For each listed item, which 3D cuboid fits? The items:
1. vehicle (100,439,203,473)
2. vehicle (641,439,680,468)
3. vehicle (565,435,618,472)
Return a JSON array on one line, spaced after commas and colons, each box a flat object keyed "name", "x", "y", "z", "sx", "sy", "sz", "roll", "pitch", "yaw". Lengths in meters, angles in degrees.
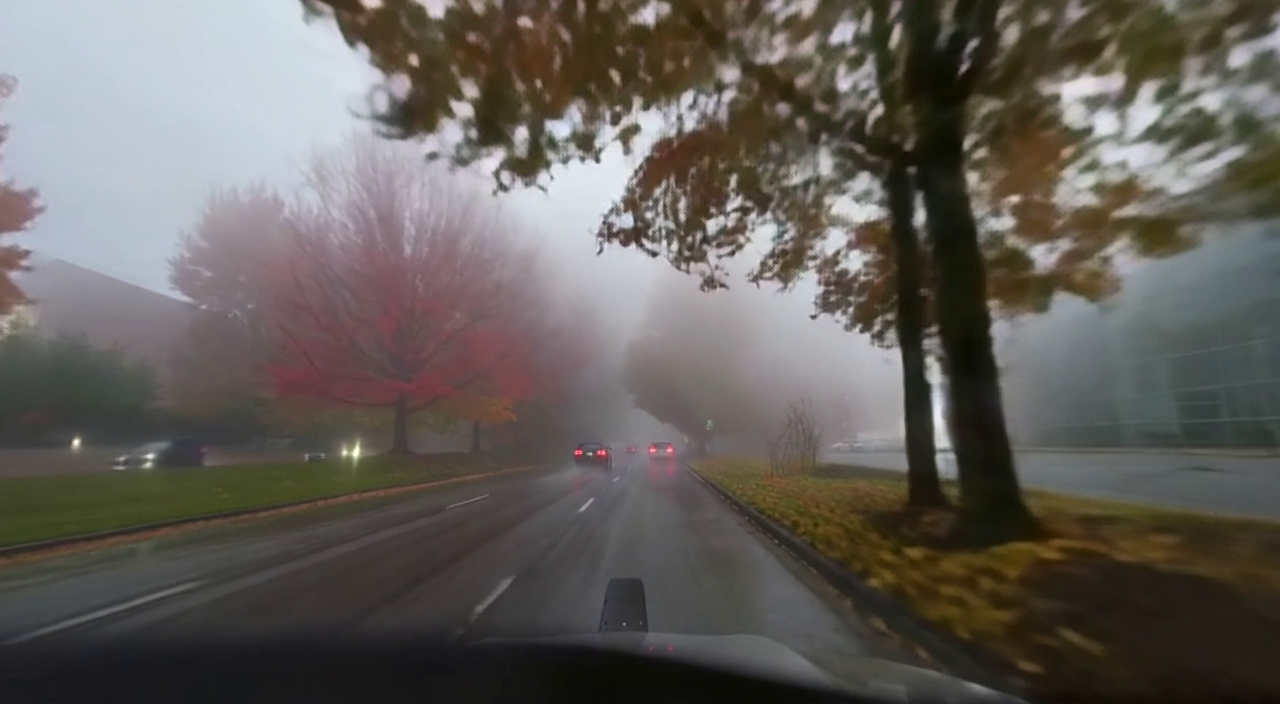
[{"name": "vehicle", "x": -29.928, "y": 6.356, "z": 38.826, "sx": 2.010, "sy": 1.915, "sz": 5.100, "roll": -1, "pitch": -8, "yaw": 3}, {"name": "vehicle", "x": 1.094, "y": 5.518, "z": 34.331, "sx": 2.040, "sy": 1.493, "sz": 3.682, "roll": 0, "pitch": -8, "yaw": 1}, {"name": "vehicle", "x": -2.331, "y": 4.995, "z": 31.264, "sx": 2.197, "sy": 1.709, "sz": 4.069, "roll": 0, "pitch": -8, "yaw": 2}]
